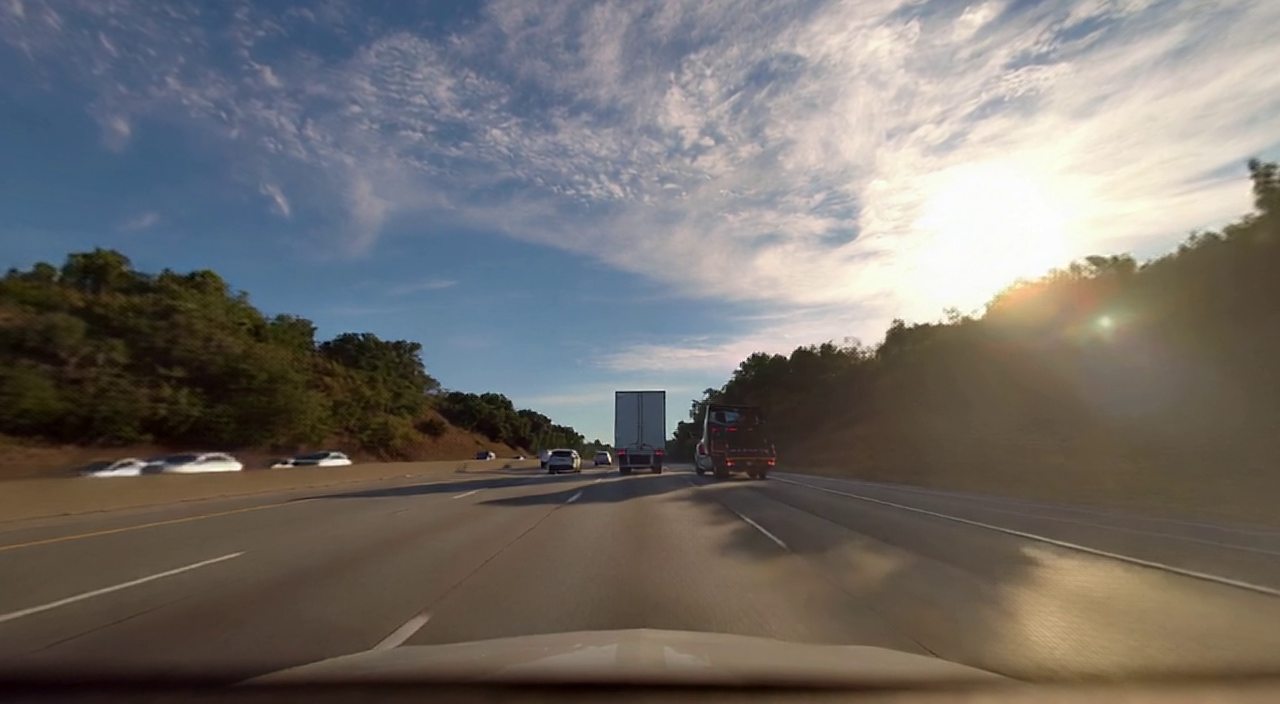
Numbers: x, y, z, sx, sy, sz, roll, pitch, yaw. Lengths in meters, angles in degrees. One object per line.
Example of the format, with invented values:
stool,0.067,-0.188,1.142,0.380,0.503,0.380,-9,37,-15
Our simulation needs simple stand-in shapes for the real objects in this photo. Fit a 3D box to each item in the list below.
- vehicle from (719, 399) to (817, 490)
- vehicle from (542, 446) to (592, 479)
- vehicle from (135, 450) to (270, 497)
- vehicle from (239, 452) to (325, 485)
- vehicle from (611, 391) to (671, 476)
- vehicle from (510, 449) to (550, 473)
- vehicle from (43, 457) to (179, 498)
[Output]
vehicle,4.360,3.268,22.309,2.565,2.902,3.798,0,-9,-1
vehicle,-3.668,5.625,32.352,2.061,1.555,3.900,0,-9,0
vehicle,-15.310,4.236,22.381,1.809,1.473,4.083,0,-9,0
vehicle,-19.861,6.432,35.197,1.896,1.688,4.685,-1,-9,2
vehicle,-0.049,4.879,36.621,2.875,4.056,12.312,0,-9,-1
vehicle,-7.362,7.303,42.482,1.926,1.482,3.959,0,-9,1
vehicle,-22.276,5.275,26.806,1.905,1.516,4.417,0,-9,0
